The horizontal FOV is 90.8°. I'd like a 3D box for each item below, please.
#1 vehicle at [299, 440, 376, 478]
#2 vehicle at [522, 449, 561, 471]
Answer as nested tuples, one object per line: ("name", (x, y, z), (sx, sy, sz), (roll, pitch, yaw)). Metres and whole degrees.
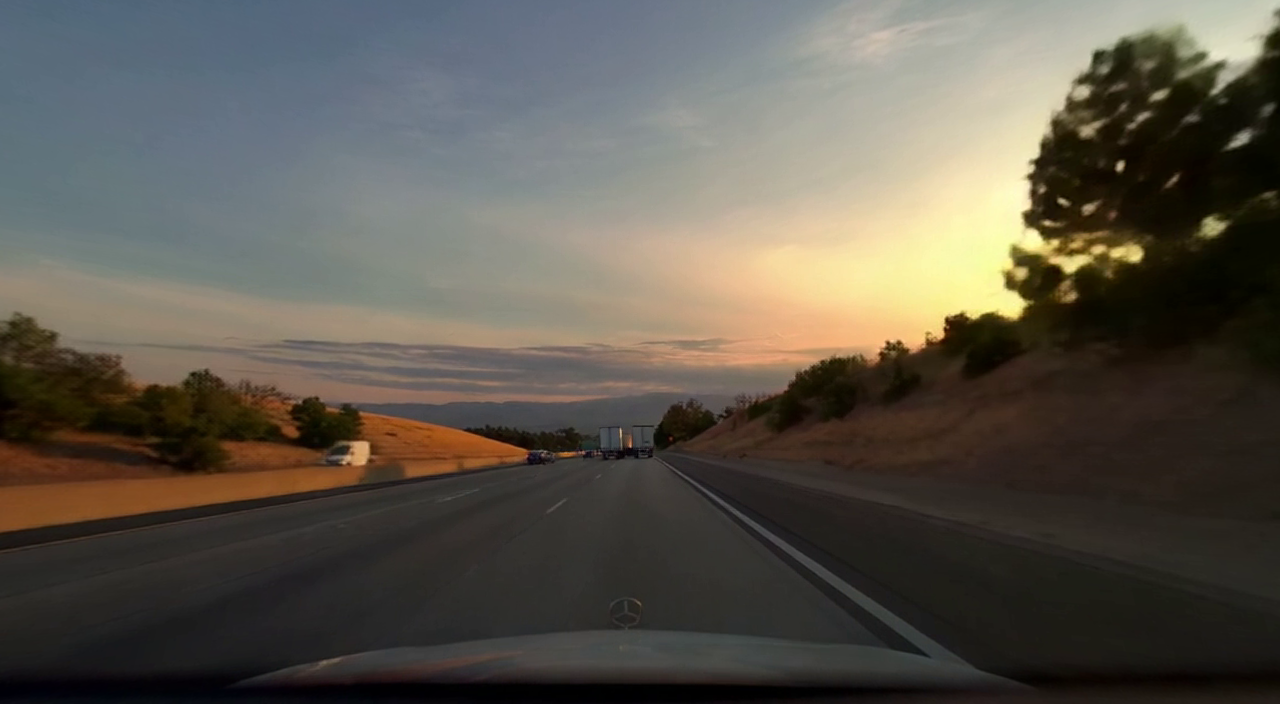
("vehicle", (-19.781, 7.017, 41.582), (2.404, 2.285, 5.332), (0, -9, 0))
("vehicle", (-7.077, 7.795, 45.808), (2.036, 1.474, 5.011), (0, -9, 1))
